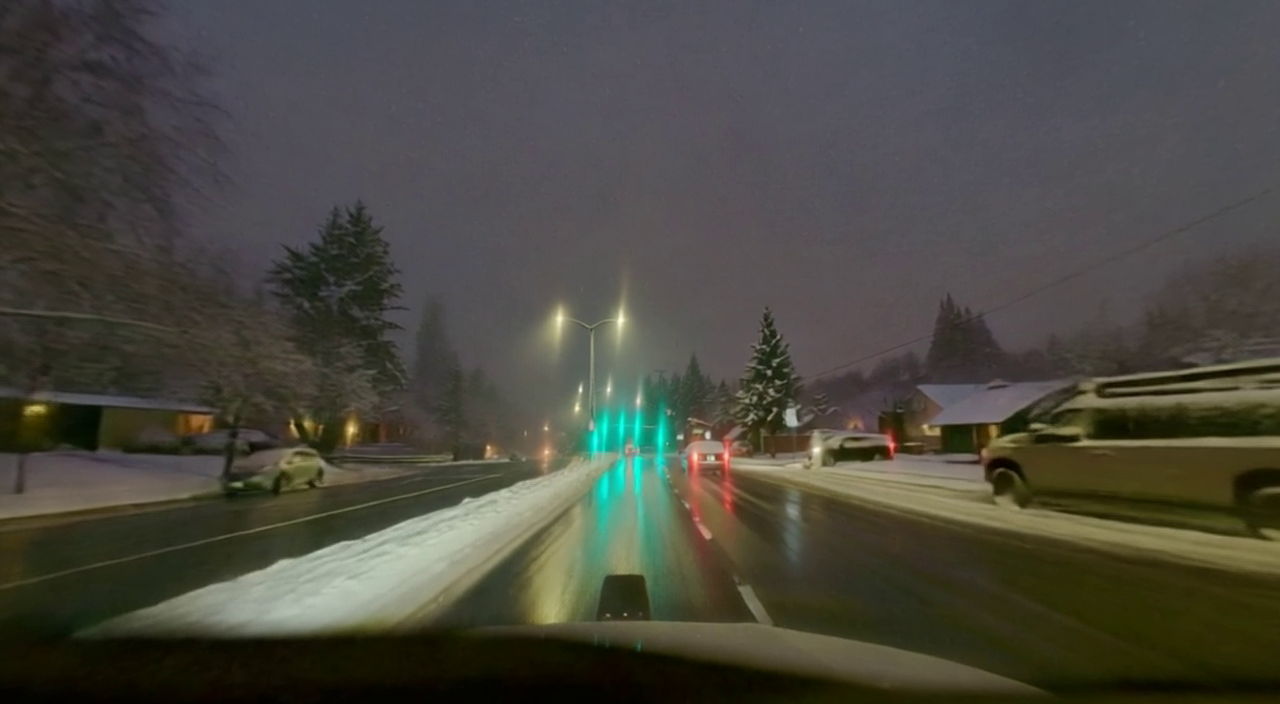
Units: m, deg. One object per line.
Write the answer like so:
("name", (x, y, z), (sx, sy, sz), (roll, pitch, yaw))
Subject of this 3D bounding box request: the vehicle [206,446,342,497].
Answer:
("vehicle", (-12.134, 3.945, 21.318), (1.963, 1.524, 4.498), (0, -8, -1))

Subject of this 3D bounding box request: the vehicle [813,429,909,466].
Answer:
("vehicle", (11.481, 4.994, 32.981), (4.202, 1.794, 2.063), (0, -8, 0))

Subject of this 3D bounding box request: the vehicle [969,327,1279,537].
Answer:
("vehicle", (9.087, 1.327, 10.177), (2.331, 2.747, 6.993), (3, -9, -16))

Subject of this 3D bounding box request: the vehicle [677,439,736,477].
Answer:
("vehicle", (2.702, 4.434, 26.599), (1.960, 1.479, 4.086), (1, -8, -1))
